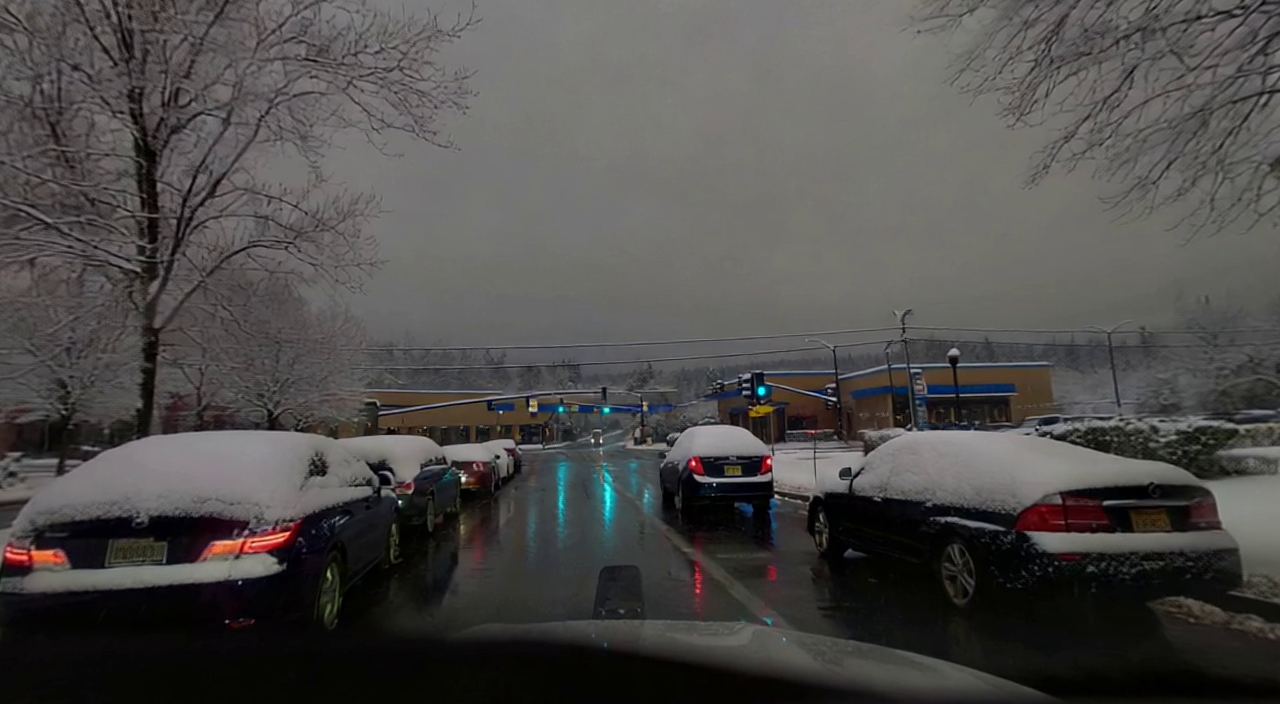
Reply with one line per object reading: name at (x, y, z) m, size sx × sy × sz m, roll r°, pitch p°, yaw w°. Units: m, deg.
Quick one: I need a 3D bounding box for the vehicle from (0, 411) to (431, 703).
vehicle at (-2.881, 1.342, 5.063) m, size 1.968 × 1.497 × 4.286 m, roll 2°, pitch -9°, yaw -15°

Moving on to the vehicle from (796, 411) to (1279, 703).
vehicle at (3.161, 1.396, 5.494) m, size 1.904 × 1.494 × 4.864 m, roll 1°, pitch -8°, yaw -6°

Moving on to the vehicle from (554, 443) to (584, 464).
vehicle at (-5.264, 7.410, 46.409) m, size 2.095 × 1.473 × 4.301 m, roll 1°, pitch -8°, yaw -7°

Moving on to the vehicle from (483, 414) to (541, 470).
vehicle at (-8.230, 5.929, 41.563) m, size 2.820 × 3.263 × 7.986 m, roll 1°, pitch -8°, yaw -5°

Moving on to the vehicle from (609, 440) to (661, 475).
vehicle at (-0.308, 4.828, 29.184) m, size 1.910 × 1.493 × 4.490 m, roll 1°, pitch -8°, yaw -7°

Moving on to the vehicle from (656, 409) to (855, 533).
vehicle at (1.907, 2.285, 12.822) m, size 2.324 × 1.907 × 5.634 m, roll 1°, pitch -8°, yaw -7°
